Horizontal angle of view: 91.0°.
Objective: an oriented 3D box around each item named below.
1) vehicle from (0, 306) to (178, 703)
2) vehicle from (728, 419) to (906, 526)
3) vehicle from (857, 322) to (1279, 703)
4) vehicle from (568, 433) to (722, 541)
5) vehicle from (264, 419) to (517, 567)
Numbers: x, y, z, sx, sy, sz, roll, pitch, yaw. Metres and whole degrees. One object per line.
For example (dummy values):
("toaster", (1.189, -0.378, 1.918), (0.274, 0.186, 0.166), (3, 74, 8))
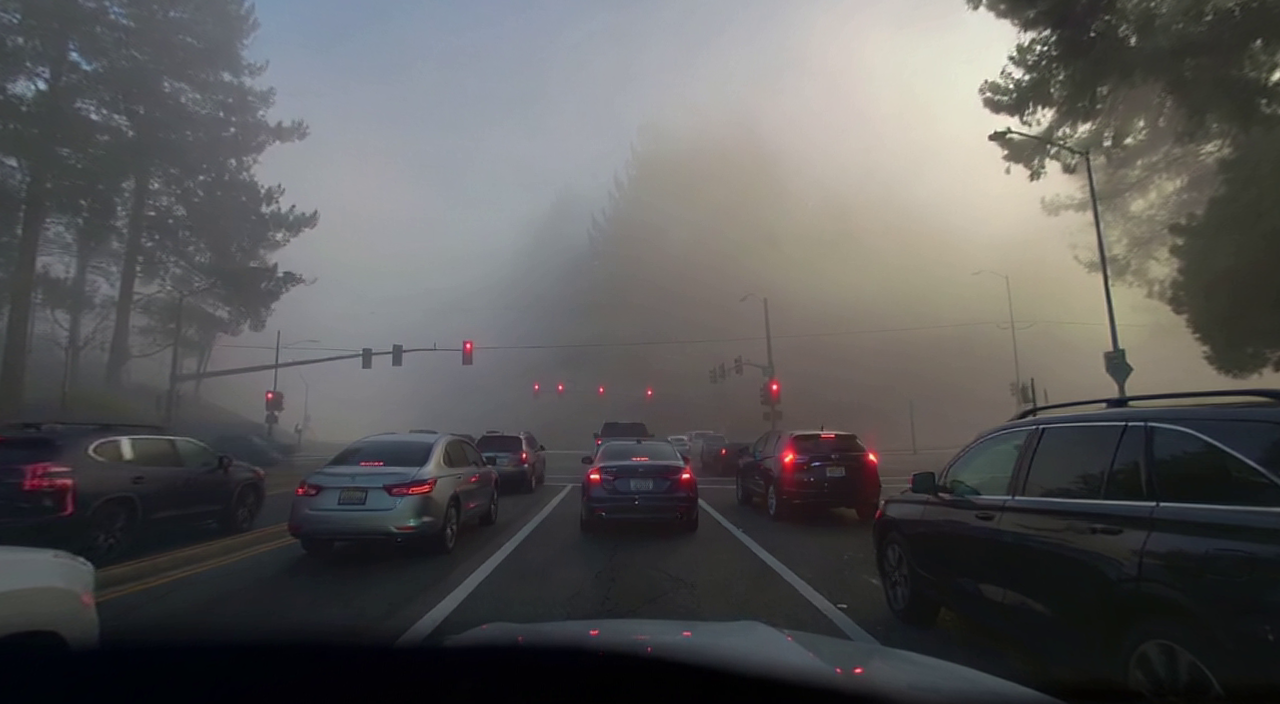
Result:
("vehicle", (-3.200, 0.497, 0.603), (2.079, 1.756, 4.676), (0, -8, -2))
("vehicle", (3.072, 2.196, 12.018), (2.106, 1.667, 4.101), (0, -8, -1))
("vehicle", (3.155, 0.989, 3.738), (2.074, 1.685, 4.387), (0, -8, -1))
("vehicle", (0.004, 2.098, 10.424), (2.076, 1.438, 3.770), (0, -8, -2))
("vehicle", (-3.061, 1.811, 8.895), (1.896, 1.546, 4.378), (0, -8, -2))
